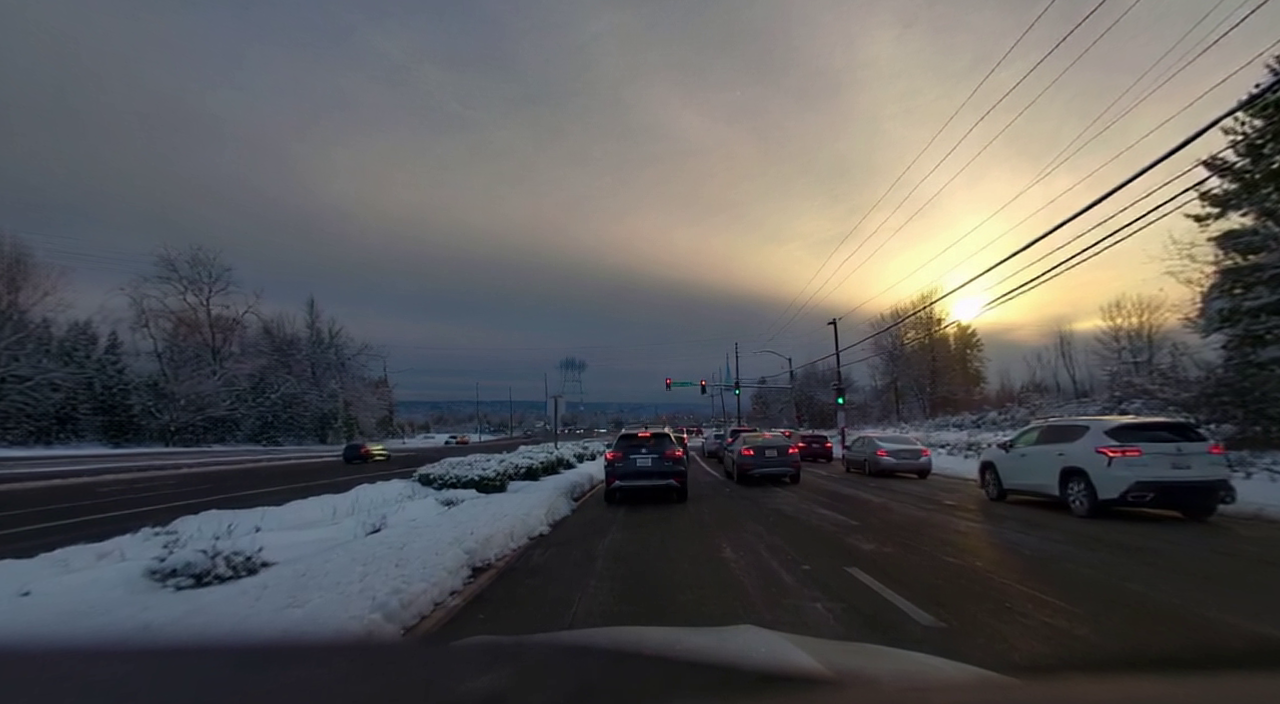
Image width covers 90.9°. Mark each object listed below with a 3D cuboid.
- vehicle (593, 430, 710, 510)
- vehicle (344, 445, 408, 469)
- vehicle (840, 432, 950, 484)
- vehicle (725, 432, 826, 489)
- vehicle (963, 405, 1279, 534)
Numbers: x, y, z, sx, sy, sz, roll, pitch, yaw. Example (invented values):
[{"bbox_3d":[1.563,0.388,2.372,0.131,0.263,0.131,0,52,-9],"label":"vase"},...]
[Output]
[{"bbox_3d":[0.252,2.562,14.133,2.208,1.498,4.401,0,-9,1],"label":"vehicle"},{"bbox_3d":[-16.596,6.610,39.801,1.986,1.404,4.177,-1,-9,4],"label":"vehicle"},{"bbox_3d":[8.187,3.445,20.753,1.905,1.483,4.469,-1,-9,2],"label":"vehicle"},{"bbox_3d":[3.885,3.201,18.905,2.028,1.454,4.531,0,-9,0],"label":"vehicle"},{"bbox_3d":[8.292,2.034,11.454,2.195,1.802,5.051,0,-9,1],"label":"vehicle"}]
